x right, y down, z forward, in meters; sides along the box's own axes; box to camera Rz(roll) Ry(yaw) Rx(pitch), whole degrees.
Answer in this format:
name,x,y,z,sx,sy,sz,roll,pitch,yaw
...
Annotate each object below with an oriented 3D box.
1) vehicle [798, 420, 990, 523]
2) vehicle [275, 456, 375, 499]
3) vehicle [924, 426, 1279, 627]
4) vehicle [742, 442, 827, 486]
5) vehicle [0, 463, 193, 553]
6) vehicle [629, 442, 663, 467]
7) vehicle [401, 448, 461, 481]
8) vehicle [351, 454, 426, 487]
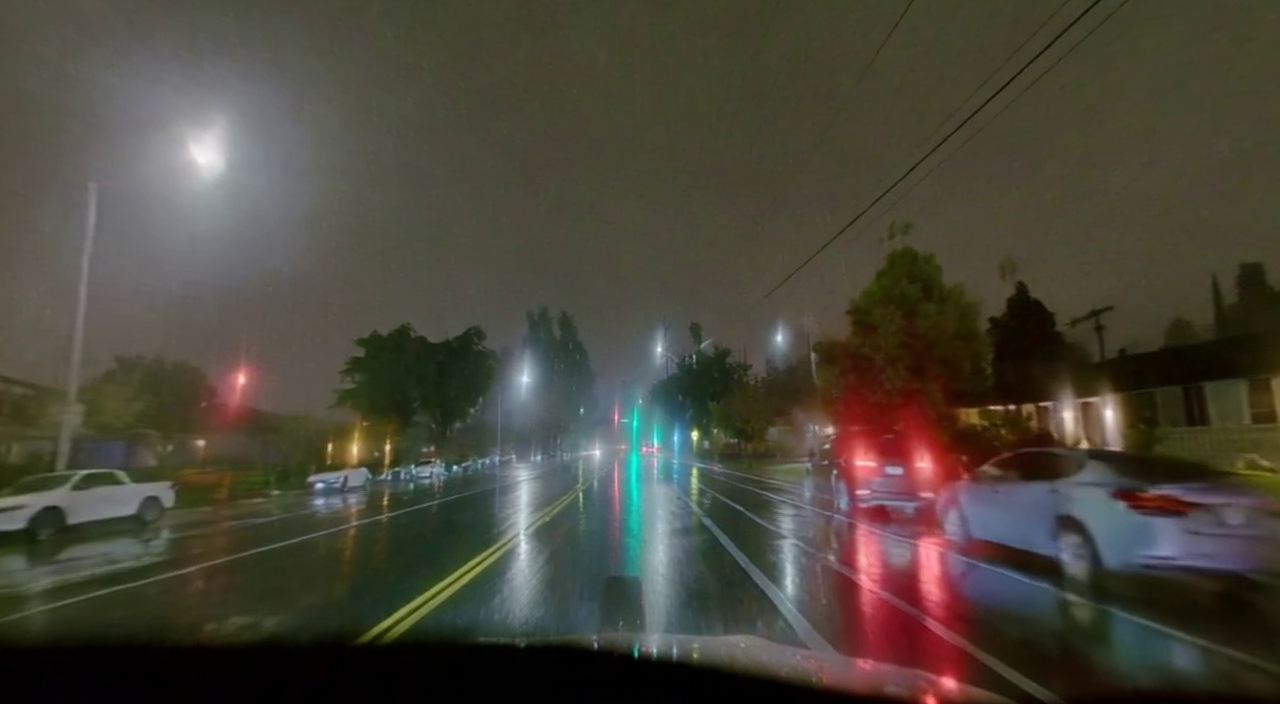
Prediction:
name,x,y,z,sx,sy,sz,roll,pitch,yaw
vehicle,5.145,2.499,13.734,2.078,1.813,4.827,0,-9,-1
vehicle,-12.519,4.973,25.441,1.877,1.505,4.125,0,-9,0
vehicle,5.109,1.643,7.009,1.839,1.478,4.459,0,-9,0
vehicle,5.260,4.147,23.732,1.978,1.438,4.716,0,-9,-1
vehicle,-12.354,3.235,13.790,1.853,1.497,4.527,0,-9,0
vehicle,0.322,6.416,39.821,2.022,1.471,3.973,0,-9,-1
vehicle,-12.187,6.559,37.175,1.905,1.503,5.015,-5,-8,-2
vehicle,-12.335,5.836,31.384,1.916,1.463,4.564,0,-9,-1
